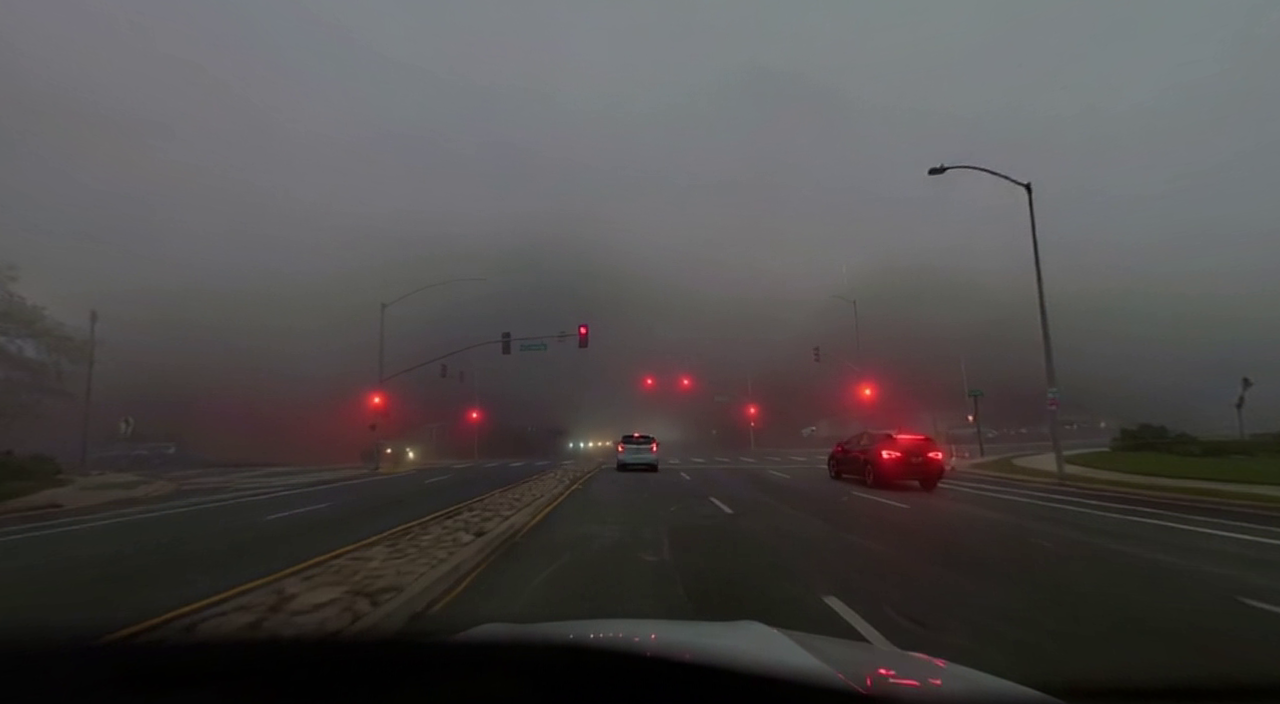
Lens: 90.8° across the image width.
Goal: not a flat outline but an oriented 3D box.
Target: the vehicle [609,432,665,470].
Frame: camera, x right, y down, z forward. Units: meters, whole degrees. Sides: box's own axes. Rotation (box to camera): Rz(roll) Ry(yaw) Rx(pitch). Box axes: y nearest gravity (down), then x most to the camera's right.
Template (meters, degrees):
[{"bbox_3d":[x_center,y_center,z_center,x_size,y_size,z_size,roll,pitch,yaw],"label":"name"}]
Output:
[{"bbox_3d":[-0.050,4.477,28.780,2.074,1.570,3.647,0,-8,7],"label":"vehicle"}]
